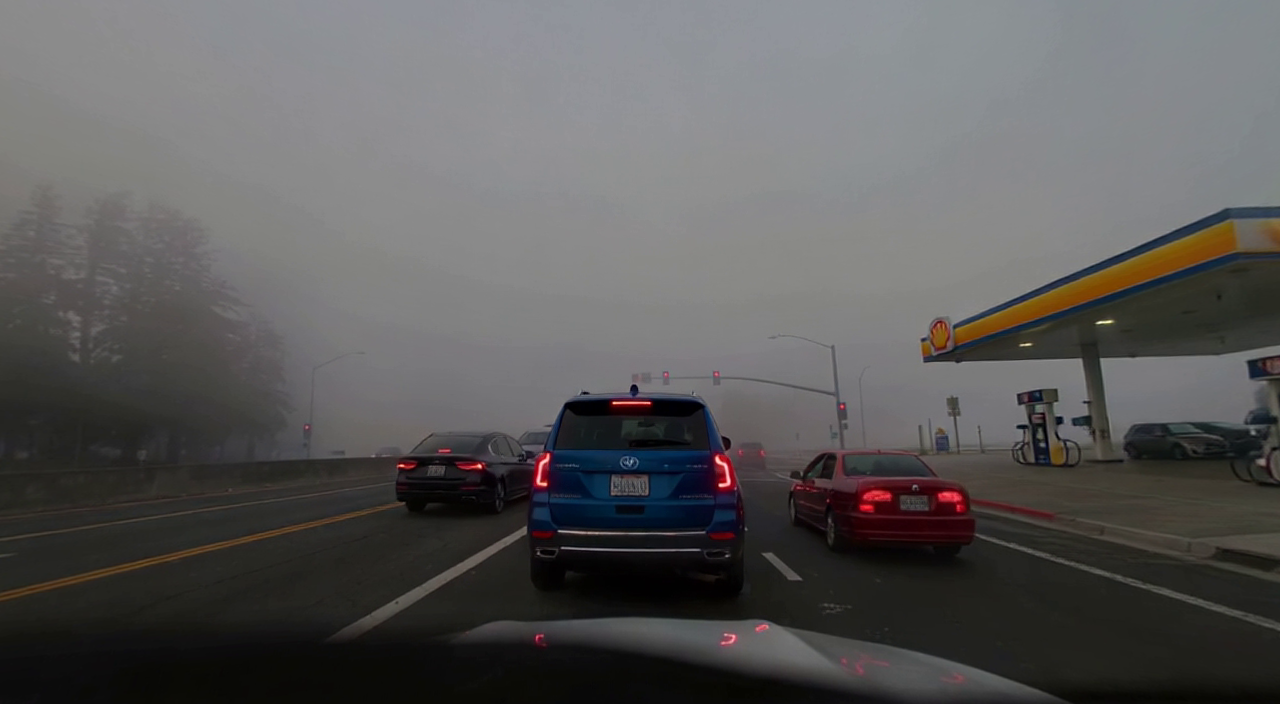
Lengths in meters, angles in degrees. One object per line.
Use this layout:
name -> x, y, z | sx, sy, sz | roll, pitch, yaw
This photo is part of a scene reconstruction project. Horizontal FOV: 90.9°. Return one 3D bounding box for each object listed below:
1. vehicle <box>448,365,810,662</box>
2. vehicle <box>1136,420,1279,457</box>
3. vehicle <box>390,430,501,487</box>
vehicle -> 0.010, 1.318, 6.132 | 2.236, 1.819, 4.291 | 0, -9, 2
vehicle -> 25.933, 3.972, 28.801 | 4.551, 1.616, 1.973 | -2, -9, 11
vehicle -> -6.662, 3.707, 22.181 | 2.065, 1.753, 4.525 | -1, -9, 6
